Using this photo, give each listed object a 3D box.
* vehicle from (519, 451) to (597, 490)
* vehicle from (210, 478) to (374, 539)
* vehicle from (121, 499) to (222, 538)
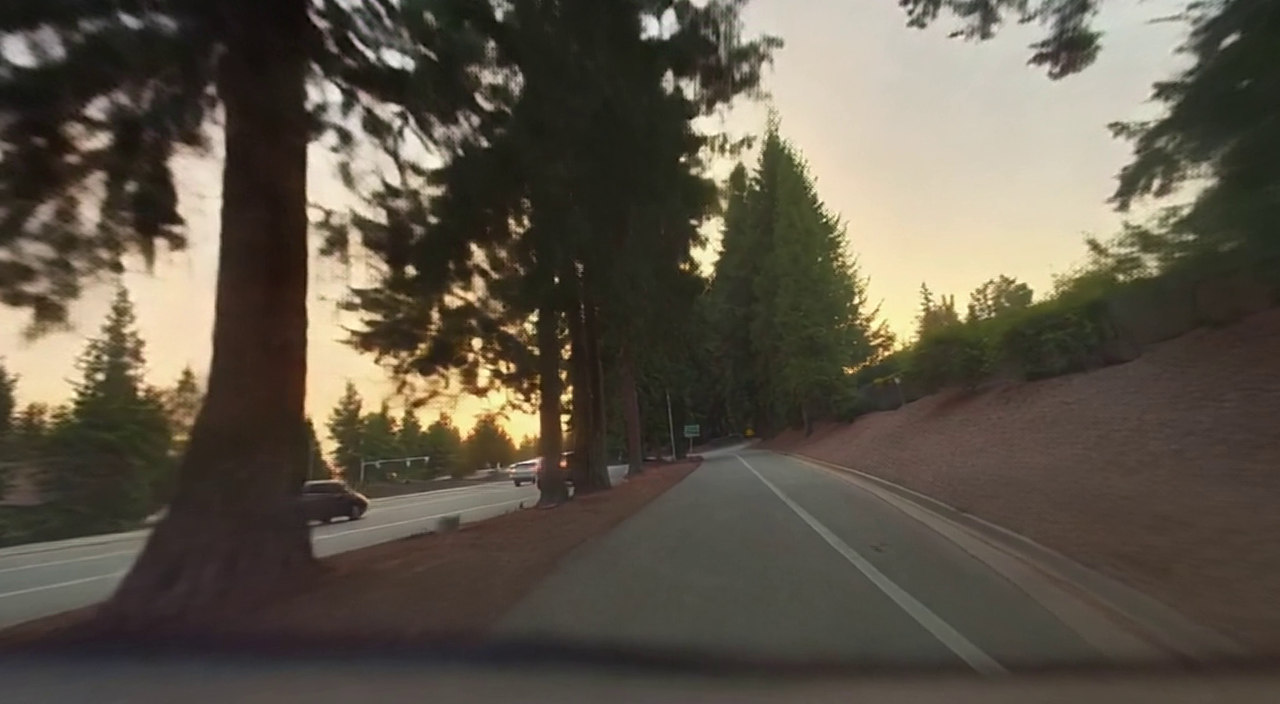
[{"bbox_3d":[-3.990,5.868,31.600,2.049,1.699,4.860,-3,-9,16],"label":"vehicle"},{"bbox_3d":[-11.515,5.163,21.375,1.886,1.535,4.742,-4,-9,18],"label":"vehicle"},{"bbox_3d":[-25.471,9.034,34.519,1.867,1.592,4.065,-3,-9,14],"label":"vehicle"}]
